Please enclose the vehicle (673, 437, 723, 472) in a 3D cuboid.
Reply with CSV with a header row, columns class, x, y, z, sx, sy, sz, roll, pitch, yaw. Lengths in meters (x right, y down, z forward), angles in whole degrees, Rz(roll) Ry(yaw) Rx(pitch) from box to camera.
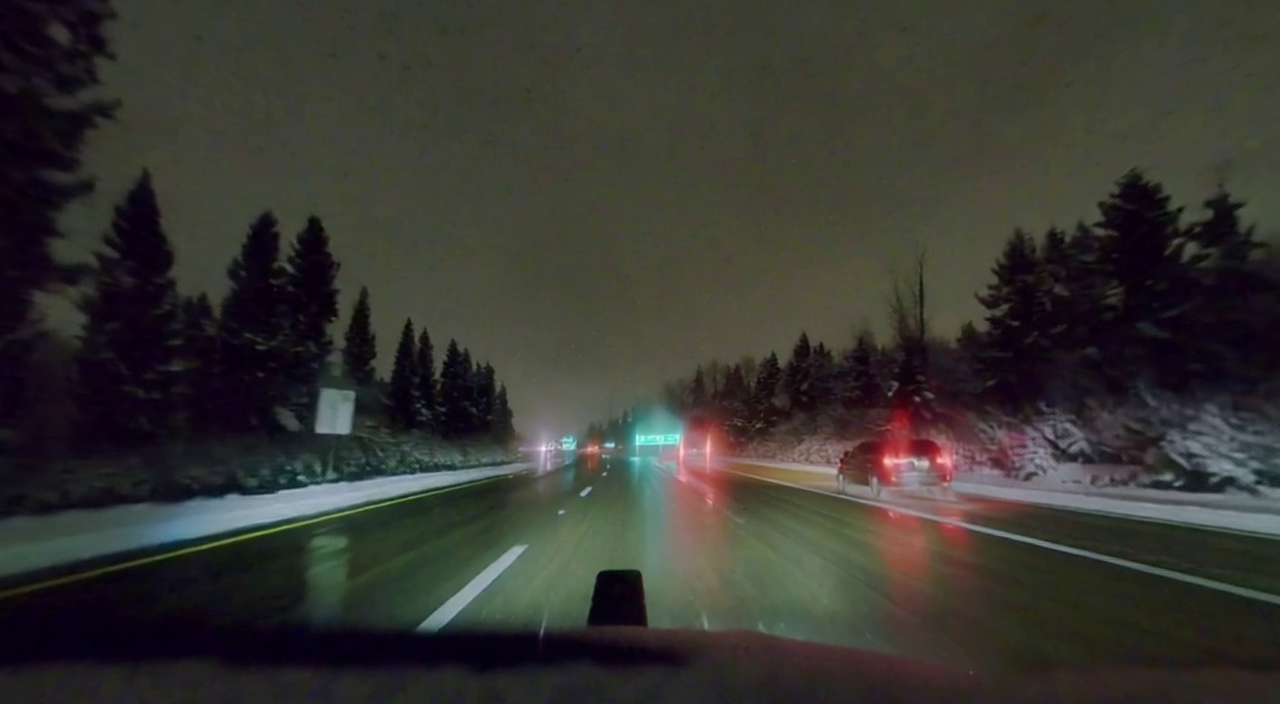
class,x,y,z,sx,sy,sz,roll,pitch,yaw
vehicle,3.289,5.924,36.545,2.233,1.861,4.494,1,-8,-3
